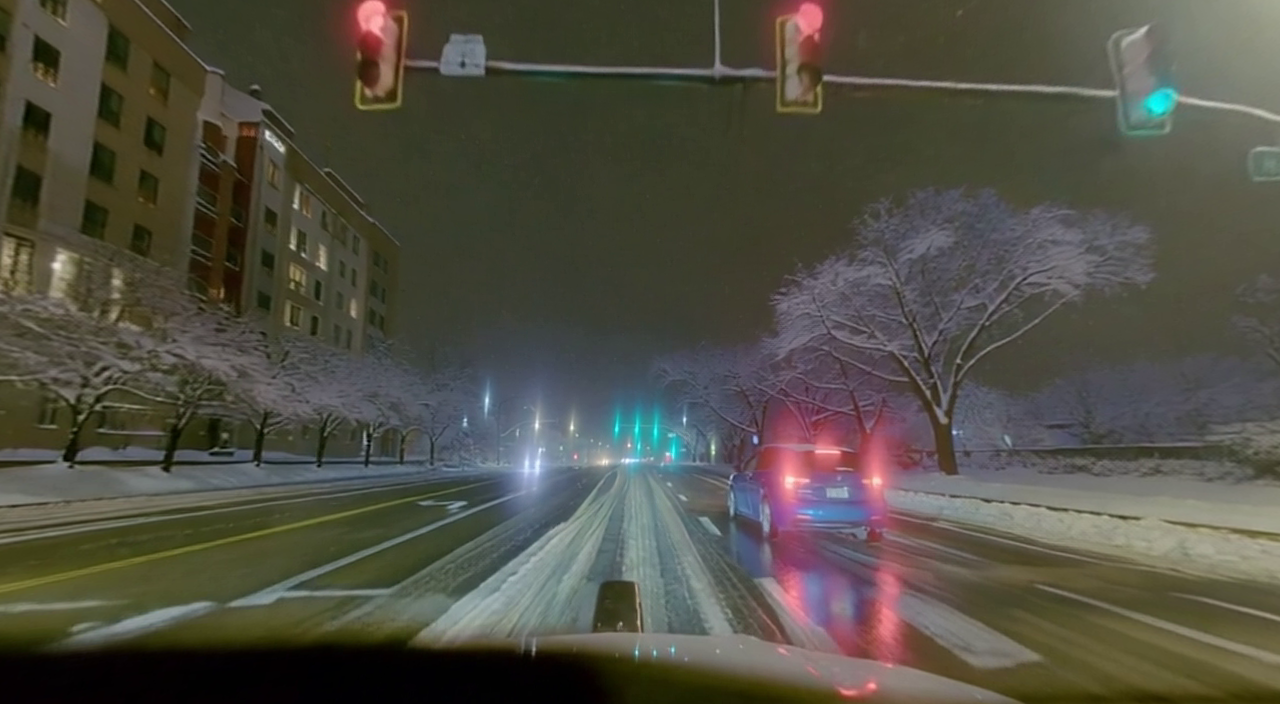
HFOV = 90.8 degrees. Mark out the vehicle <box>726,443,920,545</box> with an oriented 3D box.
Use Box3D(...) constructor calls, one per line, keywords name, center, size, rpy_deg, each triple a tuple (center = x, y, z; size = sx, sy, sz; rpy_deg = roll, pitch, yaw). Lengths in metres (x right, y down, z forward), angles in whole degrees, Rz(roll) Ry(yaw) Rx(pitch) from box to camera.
Box3D(name="vehicle", center=(2.980, 2.412, 11.519), size=(2.015, 1.455, 4.615), rpy_deg=(0, -9, -2))
